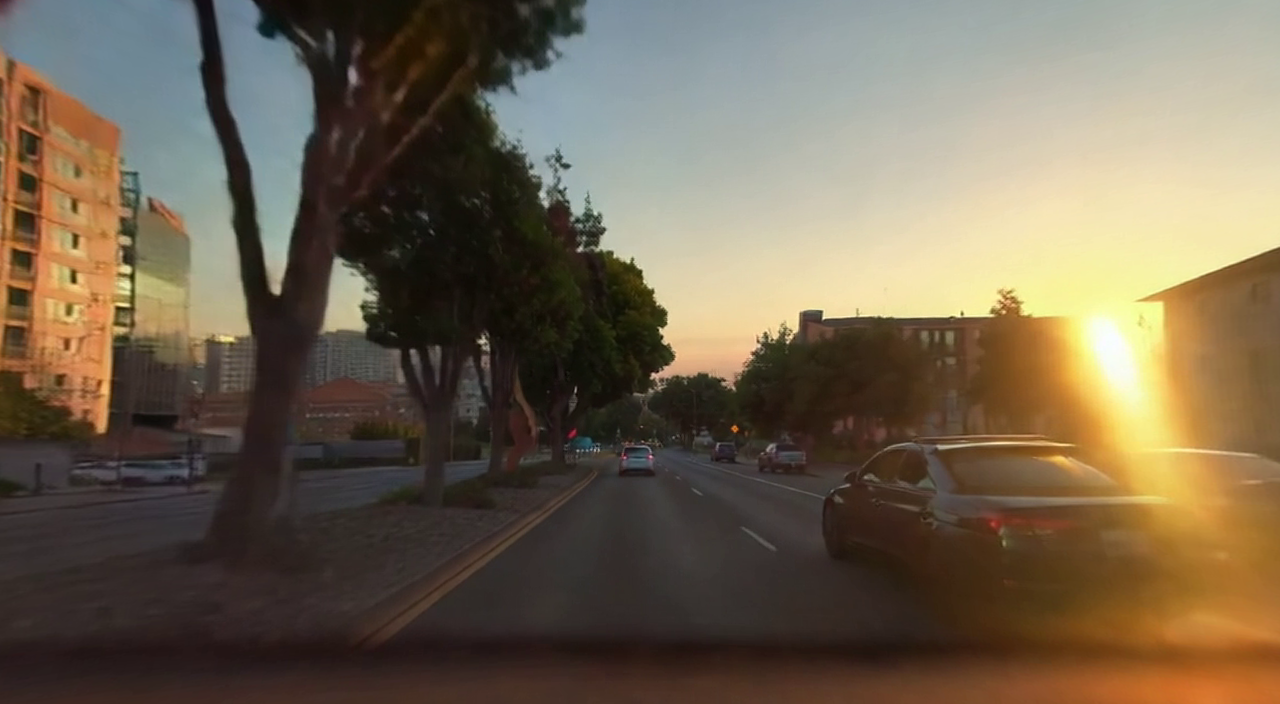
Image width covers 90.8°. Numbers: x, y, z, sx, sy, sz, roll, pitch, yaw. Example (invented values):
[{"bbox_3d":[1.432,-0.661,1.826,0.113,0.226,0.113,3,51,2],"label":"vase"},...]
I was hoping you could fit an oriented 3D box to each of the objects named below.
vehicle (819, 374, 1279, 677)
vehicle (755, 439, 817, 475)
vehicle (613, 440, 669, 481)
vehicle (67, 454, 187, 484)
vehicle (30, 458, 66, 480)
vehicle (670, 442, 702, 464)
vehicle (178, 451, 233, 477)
[{"bbox_3d":[3.222,1.288,5.716,1.949,1.723,4.020,0,-9,-1],"label":"vehicle"},{"bbox_3d":[7.530,5.456,33.023,2.115,1.739,4.528,0,-9,0],"label":"vehicle"},{"bbox_3d":[0.008,4.194,24.684,2.006,1.487,3.535,0,-9,-1],"label":"vehicle"},{"bbox_3d":[-27.712,6.296,34.236,4.732,1.497,2.077,-1,-9,2],"label":"vehicle"},{"bbox_3d":[-42.305,8.344,45.218,1.653,1.446,3.567,6,-12,-40],"label":"vehicle"},{"bbox_3d":[3.291,7.325,45.822,1.910,1.474,4.003,0,-9,-1],"label":"vehicle"},{"bbox_3d":[-30.904,7.930,44.879,4.272,1.704,2.031,-7,-11,40],"label":"vehicle"}]
